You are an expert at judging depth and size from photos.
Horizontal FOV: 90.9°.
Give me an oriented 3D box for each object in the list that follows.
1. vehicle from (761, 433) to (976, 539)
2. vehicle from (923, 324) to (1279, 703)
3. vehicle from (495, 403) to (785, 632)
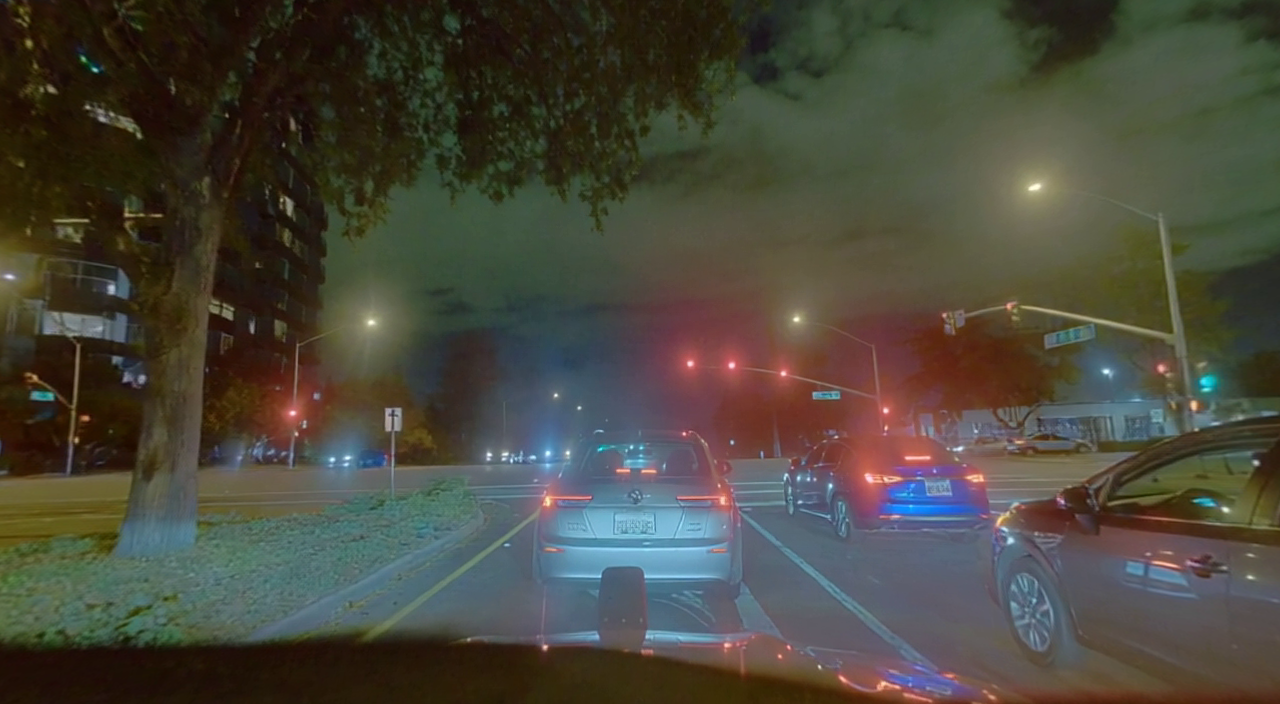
[{"bbox_3d":[3.690,2.258,11.302,2.054,1.482,4.654,0,-9,-1],"label":"vehicle"},{"bbox_3d":[3.721,0.930,3.434,2.162,1.829,4.519,0,-9,-1],"label":"vehicle"},{"bbox_3d":[-0.019,1.476,6.508,2.074,1.631,3.793,0,-9,-1],"label":"vehicle"}]
